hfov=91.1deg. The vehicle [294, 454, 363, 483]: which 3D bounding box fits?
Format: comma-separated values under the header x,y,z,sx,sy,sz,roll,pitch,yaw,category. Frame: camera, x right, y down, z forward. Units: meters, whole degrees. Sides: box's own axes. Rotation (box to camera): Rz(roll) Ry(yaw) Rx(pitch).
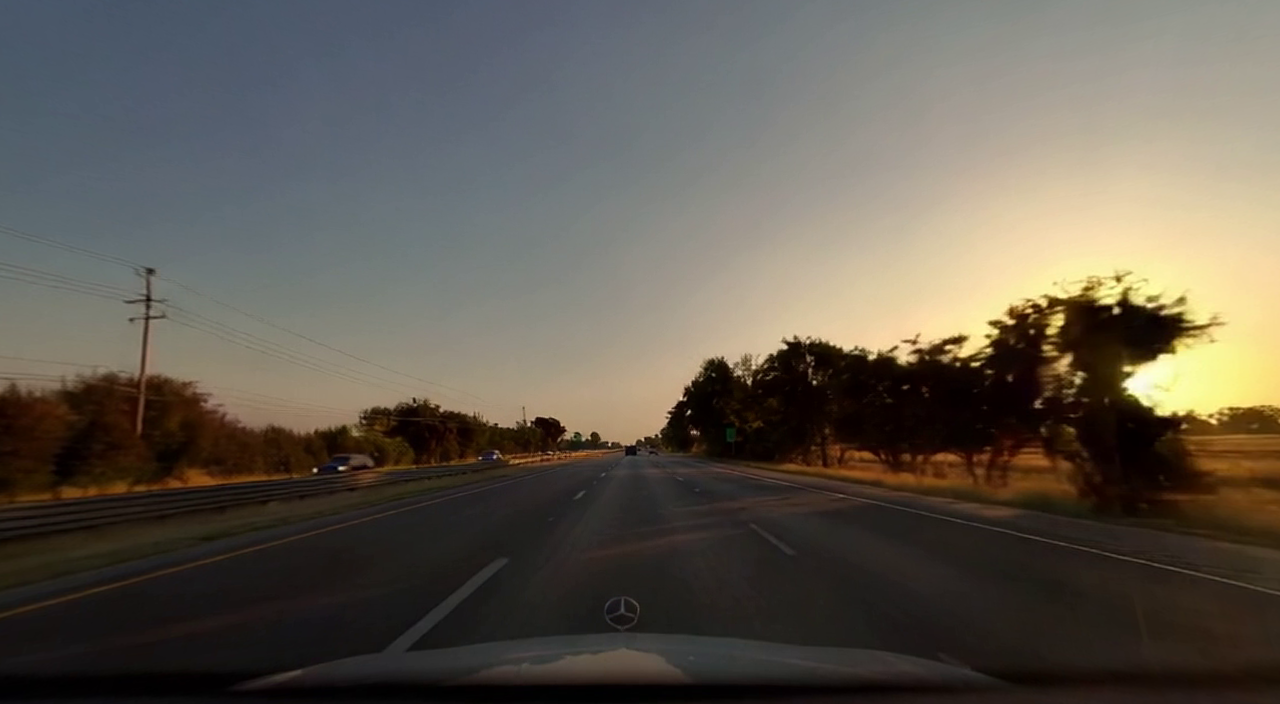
x,y,z,sx,sy,sz,roll,pitch,yaw,category
-17.176,6.406,34.864,1.792,1.469,3.906,0,-9,0,vehicle
